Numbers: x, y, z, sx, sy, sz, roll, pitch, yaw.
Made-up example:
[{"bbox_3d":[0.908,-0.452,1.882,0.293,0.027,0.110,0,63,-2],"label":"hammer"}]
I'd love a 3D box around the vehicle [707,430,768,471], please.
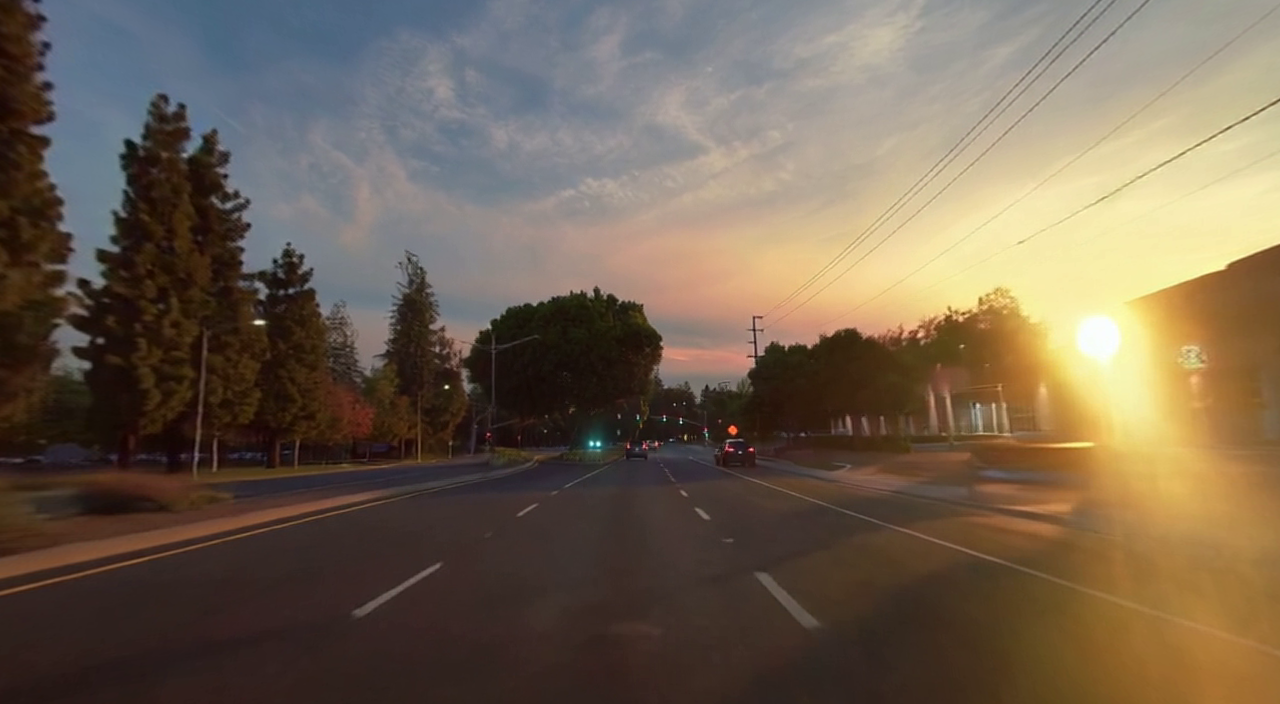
[{"bbox_3d":[5.114,5.292,34.114,2.476,2.016,5.586,0,-8,1],"label":"vehicle"}]
